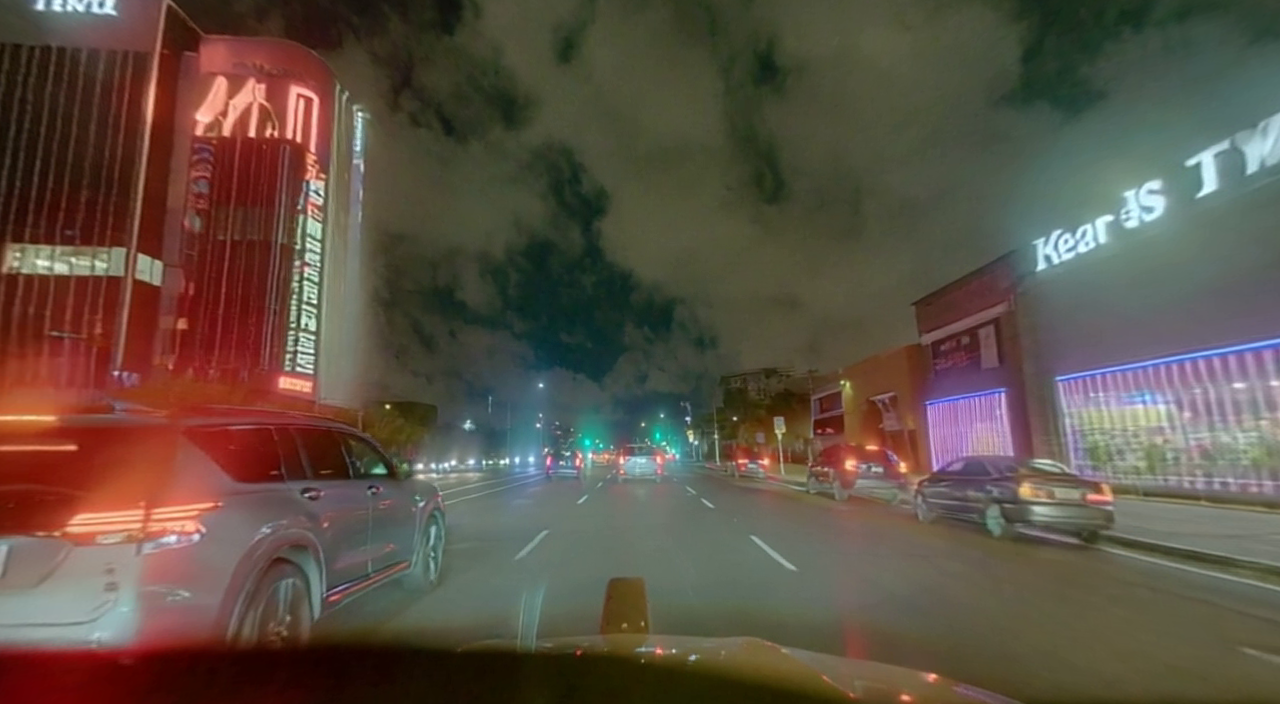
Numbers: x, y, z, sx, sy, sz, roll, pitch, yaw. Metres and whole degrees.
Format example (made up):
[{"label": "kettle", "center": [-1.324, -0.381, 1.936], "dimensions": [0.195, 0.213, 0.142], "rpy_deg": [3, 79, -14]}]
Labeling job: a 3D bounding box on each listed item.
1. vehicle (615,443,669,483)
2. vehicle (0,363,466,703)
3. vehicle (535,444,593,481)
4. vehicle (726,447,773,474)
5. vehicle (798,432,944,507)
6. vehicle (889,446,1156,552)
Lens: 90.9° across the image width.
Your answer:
[{"label": "vehicle", "center": [0.083, 4.522, 26.016], "dimensions": [2.037, 1.484, 4.073], "rpy_deg": [0, -8, 0]}, {"label": "vehicle", "center": [-2.974, 1.188, 4.641], "dimensions": [2.049, 1.646, 4.445], "rpy_deg": [0, -8, 1]}, {"label": "vehicle", "center": [-3.232, 4.777, 27.565], "dimensions": [1.950, 1.450, 4.257], "rpy_deg": [0, -8, 1]}, {"label": "vehicle", "center": [6.690, 6.654, 38.902], "dimensions": [2.014, 1.495, 4.562], "rpy_deg": [0, -8, -1]}, {"label": "vehicle", "center": [6.363, 3.289, 18.193], "dimensions": [2.159, 1.817, 5.056], "rpy_deg": [0, -8, -2]}, {"label": "vehicle", "center": [6.285, 2.412, 11.151], "dimensions": [1.944, 1.462, 4.406], "rpy_deg": [0, -8, 0]}]
